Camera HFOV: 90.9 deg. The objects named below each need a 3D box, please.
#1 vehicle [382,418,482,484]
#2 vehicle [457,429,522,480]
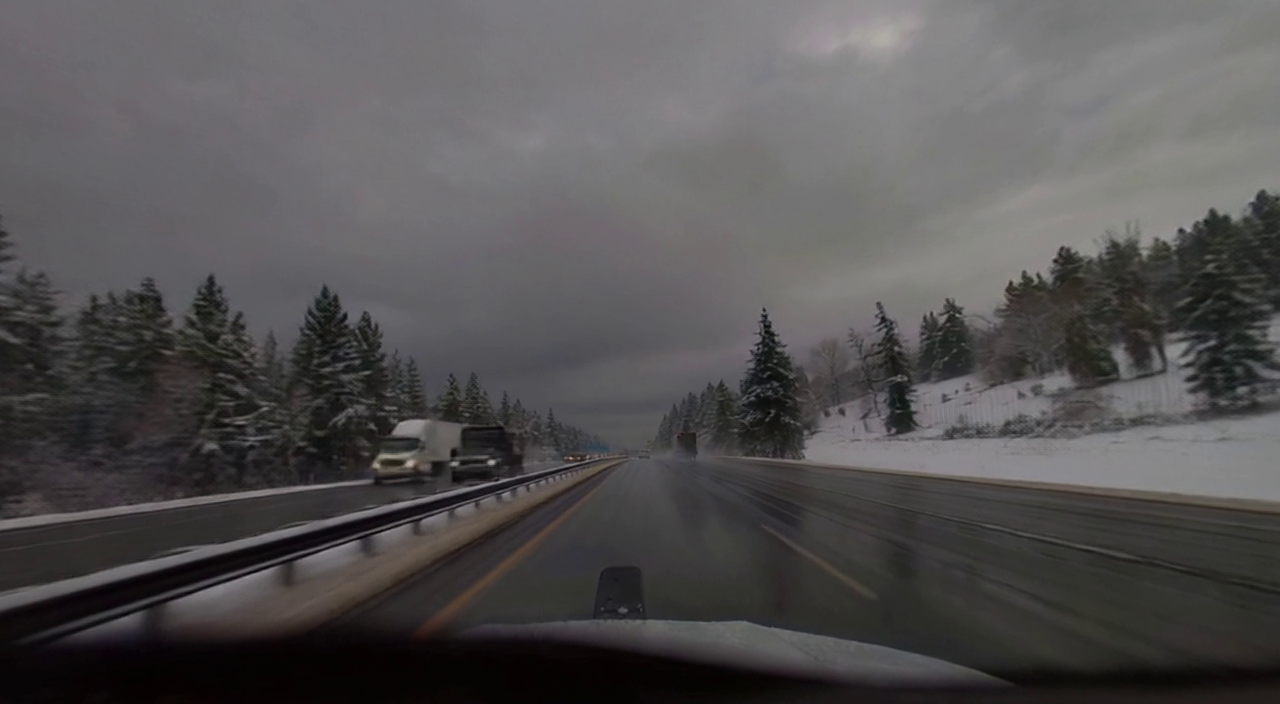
[{"bbox_3d":[-13.044,6.405,40.797,2.950,3.735,9.889,0,-9,1],"label":"vehicle"},{"bbox_3d":[-8.507,5.879,36.289,2.278,2.697,5.610,0,-9,0],"label":"vehicle"}]
